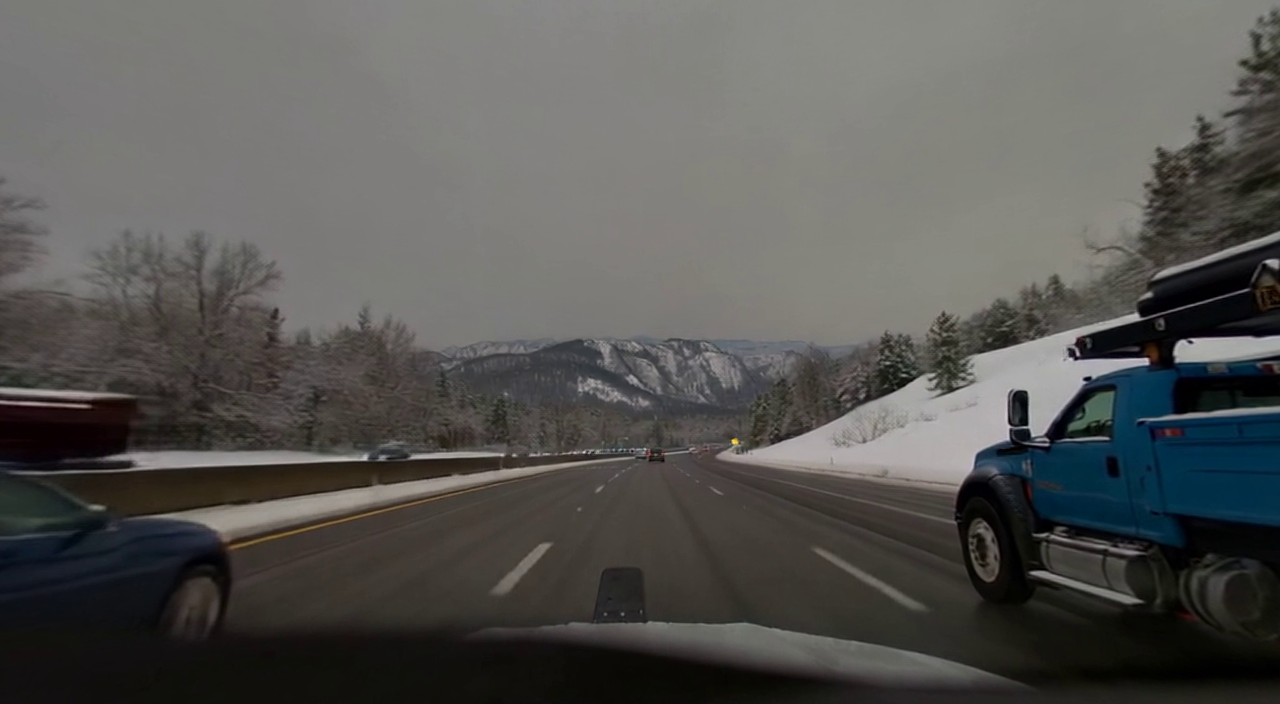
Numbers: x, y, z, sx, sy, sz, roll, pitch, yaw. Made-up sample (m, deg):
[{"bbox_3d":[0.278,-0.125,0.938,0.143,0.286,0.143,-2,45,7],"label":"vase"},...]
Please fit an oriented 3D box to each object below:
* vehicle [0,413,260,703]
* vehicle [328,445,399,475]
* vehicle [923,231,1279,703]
[{"bbox_3d":[-3.613,0.907,1.930,1.974,1.493,4.563,0,-9,1],"label":"vehicle"},{"bbox_3d":[-17.367,6.791,39.803,2.076,1.738,5.045,0,-9,2],"label":"vehicle"},{"bbox_3d":[3.731,0.606,2.040,2.538,2.228,6.370,0,-9,-1],"label":"vehicle"}]
